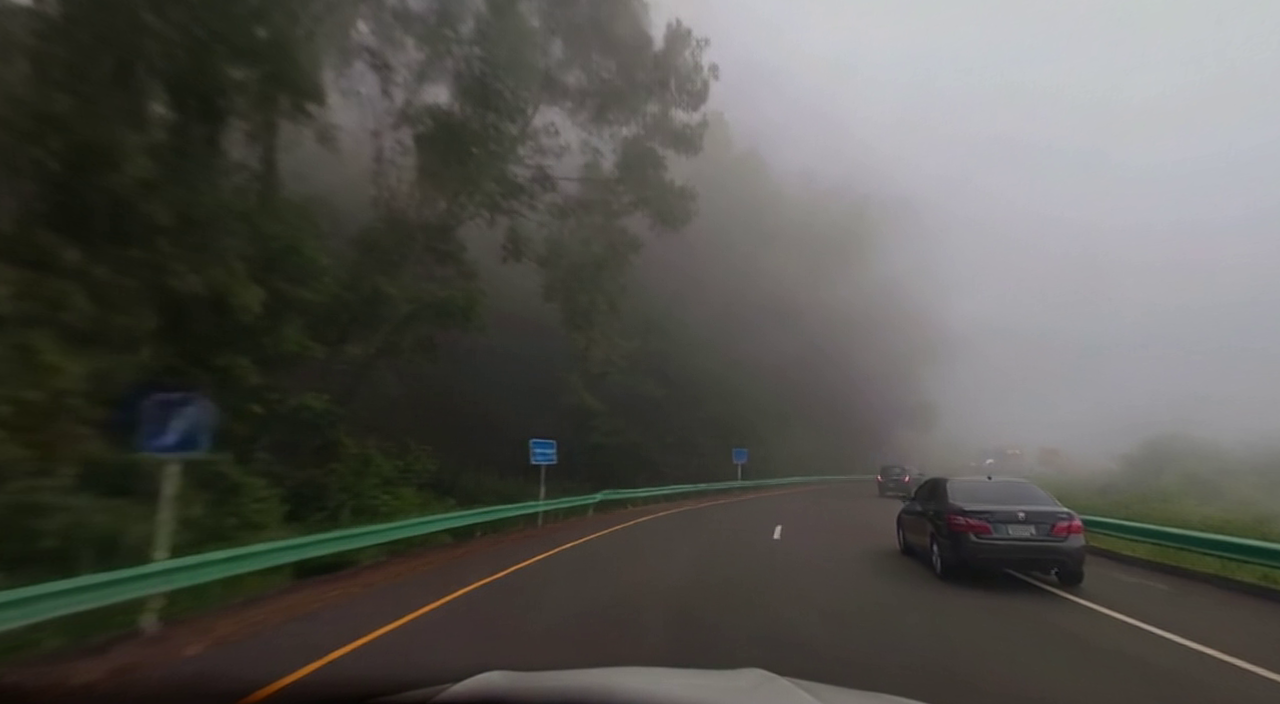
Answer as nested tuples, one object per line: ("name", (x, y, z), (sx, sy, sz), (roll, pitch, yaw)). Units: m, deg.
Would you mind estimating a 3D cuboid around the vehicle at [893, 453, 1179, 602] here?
("vehicle", (5.272, 2.341, 9.208), (2.023, 1.593, 4.105), (-1, -11, 10))
